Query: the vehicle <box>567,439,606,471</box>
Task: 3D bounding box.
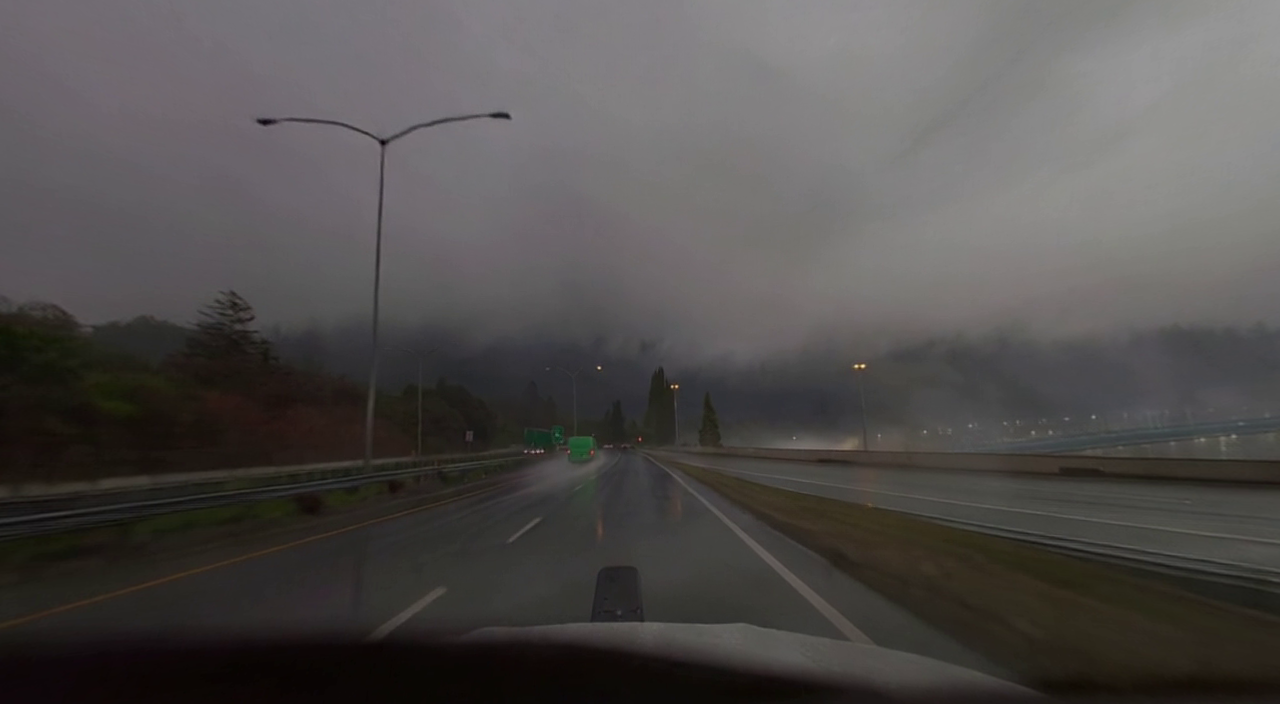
[{"bbox_3d":[-3.574,6.946,42.692,2.270,2.023,4.632,0,-9,-1],"label":"vehicle"}]
